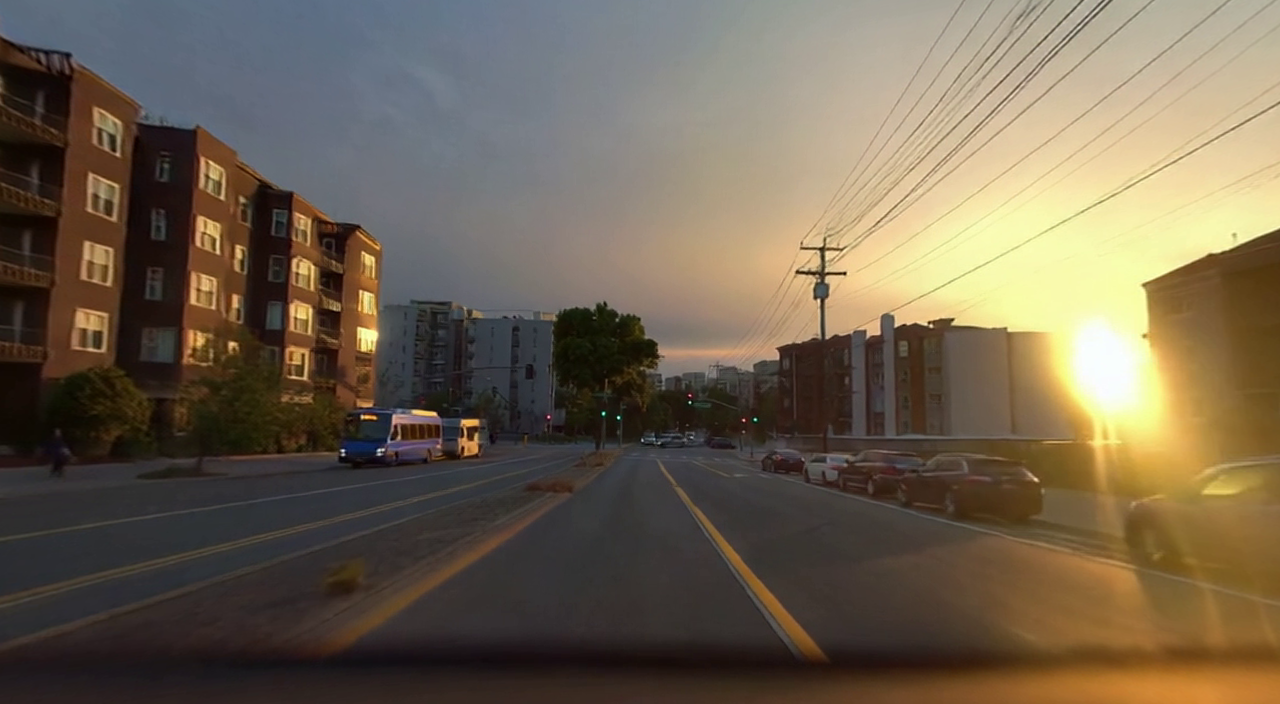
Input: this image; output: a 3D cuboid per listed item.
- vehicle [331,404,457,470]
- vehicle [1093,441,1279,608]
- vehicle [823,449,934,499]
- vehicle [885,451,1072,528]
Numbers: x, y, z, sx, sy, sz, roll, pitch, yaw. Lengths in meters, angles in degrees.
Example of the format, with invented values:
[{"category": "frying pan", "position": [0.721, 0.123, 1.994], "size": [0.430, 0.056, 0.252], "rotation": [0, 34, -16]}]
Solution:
[{"category": "vehicle", "position": [-13.856, 5.047, 36.931], "size": [3.060, 3.307, 9.997], "rotation": [0, -8, 2]}, {"category": "vehicle", "position": [7.776, 1.848, 6.896], "size": [2.143, 1.731, 4.781], "rotation": [0, -8, 1]}, {"category": "vehicle", "position": [8.037, 4.124, 21.838], "size": [1.996, 1.473, 4.740], "rotation": [0, -8, 0]}, {"category": "vehicle", "position": [7.936, 3.221, 15.478], "size": [1.997, 1.517, 4.755], "rotation": [0, -8, 1]}]
